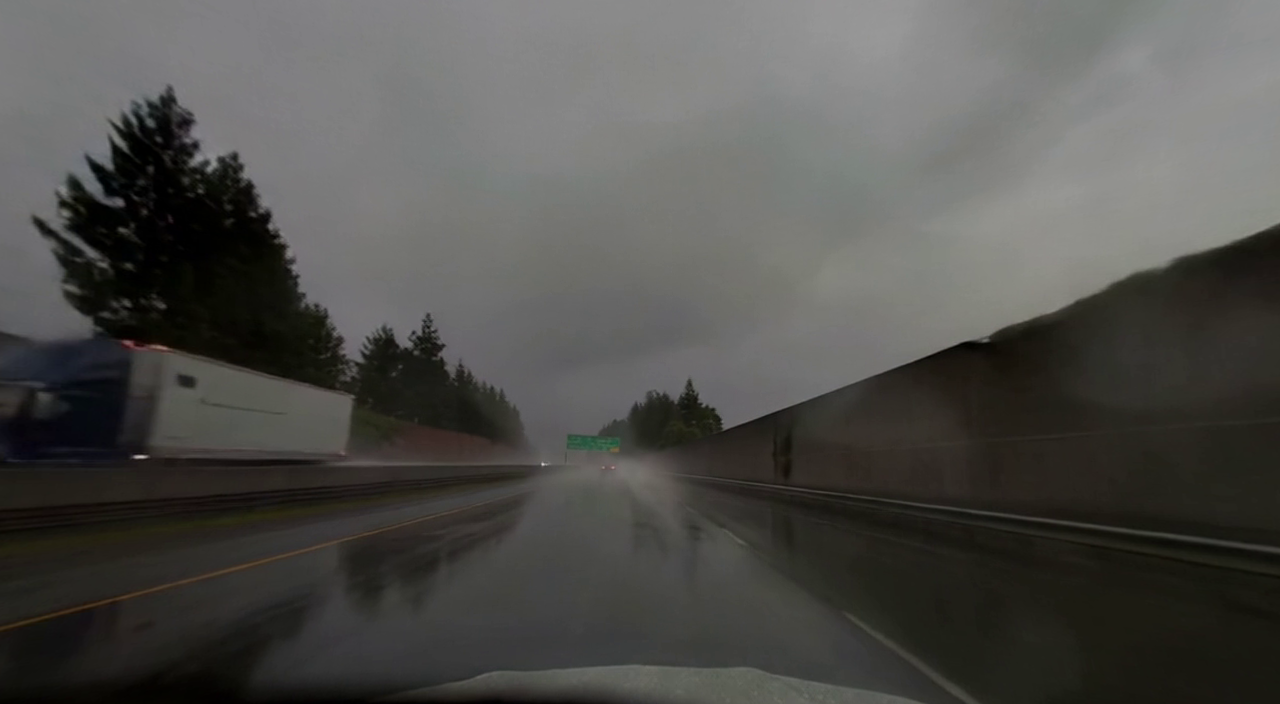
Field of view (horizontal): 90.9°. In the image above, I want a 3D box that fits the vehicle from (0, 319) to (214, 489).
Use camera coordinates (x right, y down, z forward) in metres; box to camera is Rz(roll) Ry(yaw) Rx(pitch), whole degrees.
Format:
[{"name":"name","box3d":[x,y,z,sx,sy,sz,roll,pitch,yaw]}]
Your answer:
[{"name":"vehicle","box3d":[-15.119,1.633,17.027,3.006,3.840,5.721,1,-10,-1]}]
